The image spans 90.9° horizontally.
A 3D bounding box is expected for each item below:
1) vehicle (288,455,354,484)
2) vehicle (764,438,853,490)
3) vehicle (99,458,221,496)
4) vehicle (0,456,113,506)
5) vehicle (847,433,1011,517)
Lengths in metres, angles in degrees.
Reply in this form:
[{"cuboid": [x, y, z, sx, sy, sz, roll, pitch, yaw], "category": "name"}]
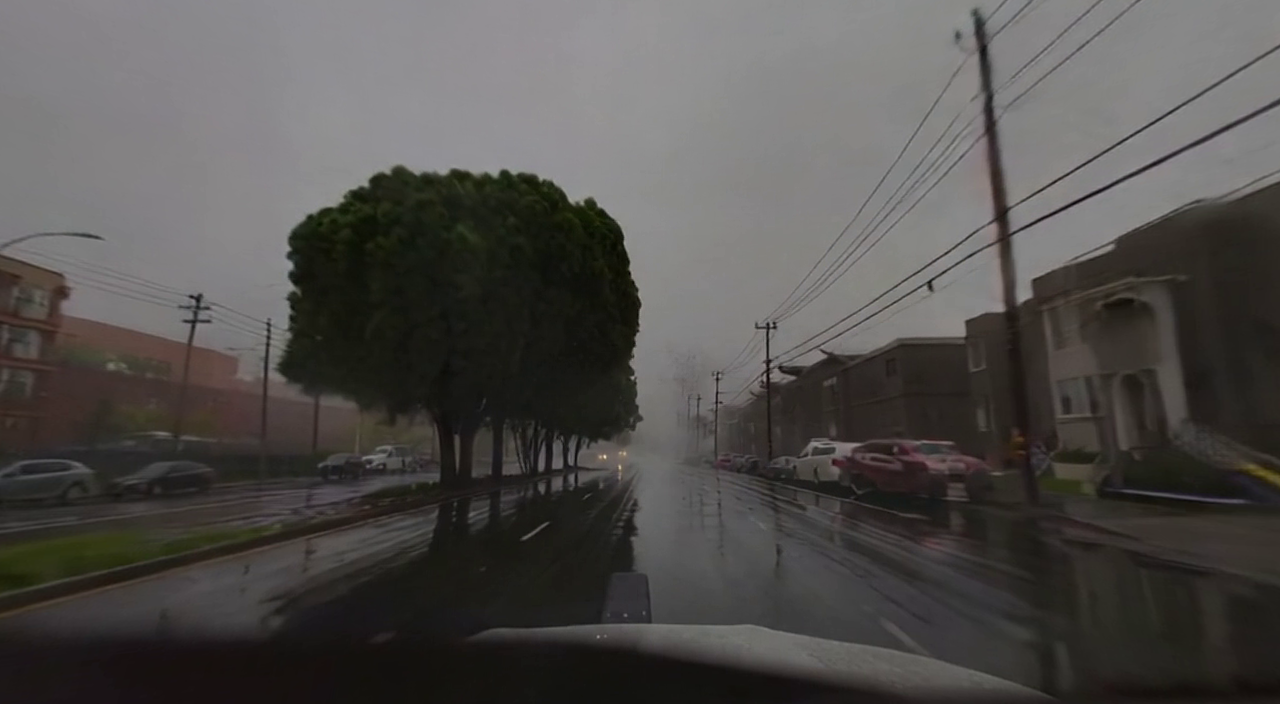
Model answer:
[{"cuboid": [-22.072, 8.092, 43.796, 2.116, 1.813, 4.674, 0, -8, 0], "category": "vehicle"}, {"cuboid": [7.237, 4.849, 27.900, 2.197, 2.019, 6.225, 0, -8, 0], "category": "vehicle"}, {"cuboid": [-22.124, 5.741, 29.346, 1.921, 1.508, 4.738, 0, -8, 1], "category": "vehicle"}, {"cuboid": [-22.367, 4.646, 23.068, 1.966, 1.595, 4.719, 0, -8, 1], "category": "vehicle"}, {"cuboid": [7.041, 3.018, 16.052, 1.998, 1.819, 4.621, 0, -8, 0], "category": "vehicle"}]
